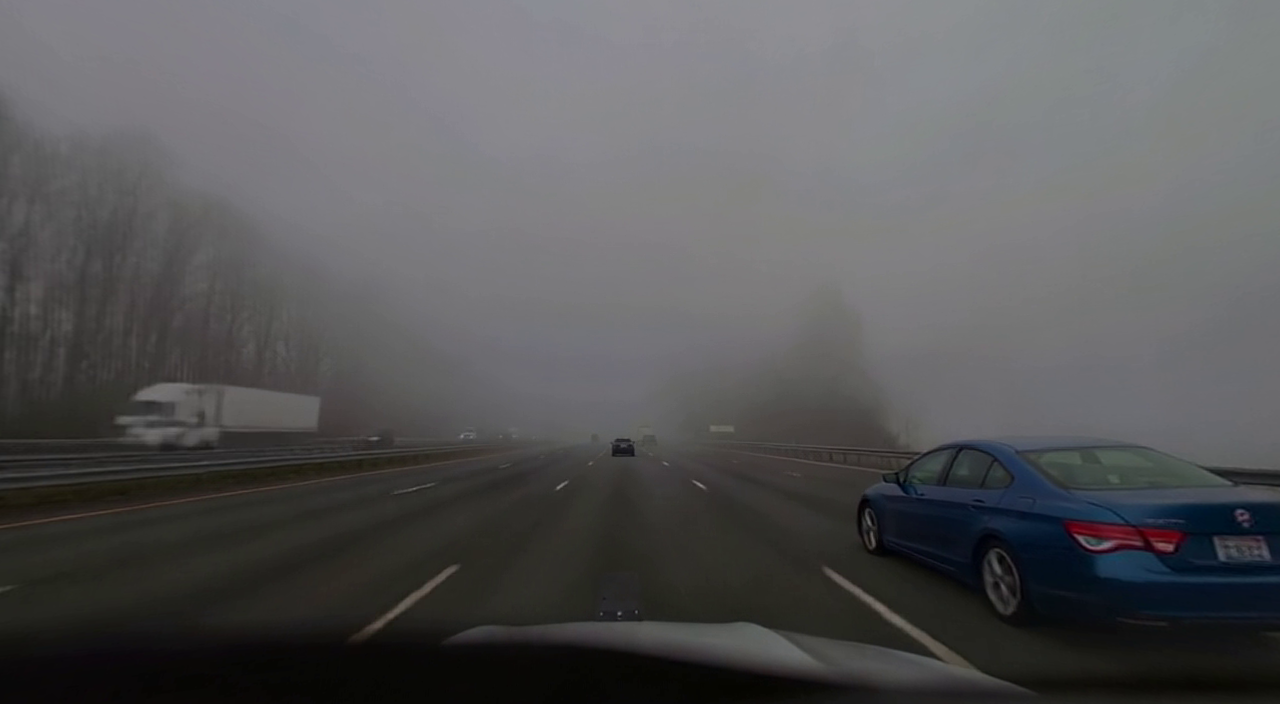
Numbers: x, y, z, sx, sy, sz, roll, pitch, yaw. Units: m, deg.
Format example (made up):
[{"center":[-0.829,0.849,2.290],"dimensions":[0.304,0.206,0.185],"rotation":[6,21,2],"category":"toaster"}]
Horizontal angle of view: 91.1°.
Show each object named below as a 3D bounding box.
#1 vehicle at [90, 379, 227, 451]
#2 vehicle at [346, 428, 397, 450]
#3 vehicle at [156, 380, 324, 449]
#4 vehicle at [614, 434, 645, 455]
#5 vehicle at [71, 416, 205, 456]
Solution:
[{"center":[-26.558,3.616,35.110],"dimensions":[2.874,3.657,5.964],"rotation":[0,-7,-1],"category":"vehicle"},{"center":[-18.777,6.105,44.183],"dimensions":[1.804,1.465,4.031],"rotation":[0,-8,-1],"category":"vehicle"},{"center":[-26.889,4.603,43.782],"dimensions":[2.895,3.999,13.938],"rotation":[0,-8,-1],"category":"vehicle"},{"center":[-0.794,6.676,45.479],"dimensions":[2.121,1.445,4.187],"rotation":[0,-8,-2],"category":"vehicle"},{"center":[-22.173,3.753,28.068],"dimensions":[2.012,1.606,4.868],"rotation":[0,-8,-1],"category":"vehicle"}]
